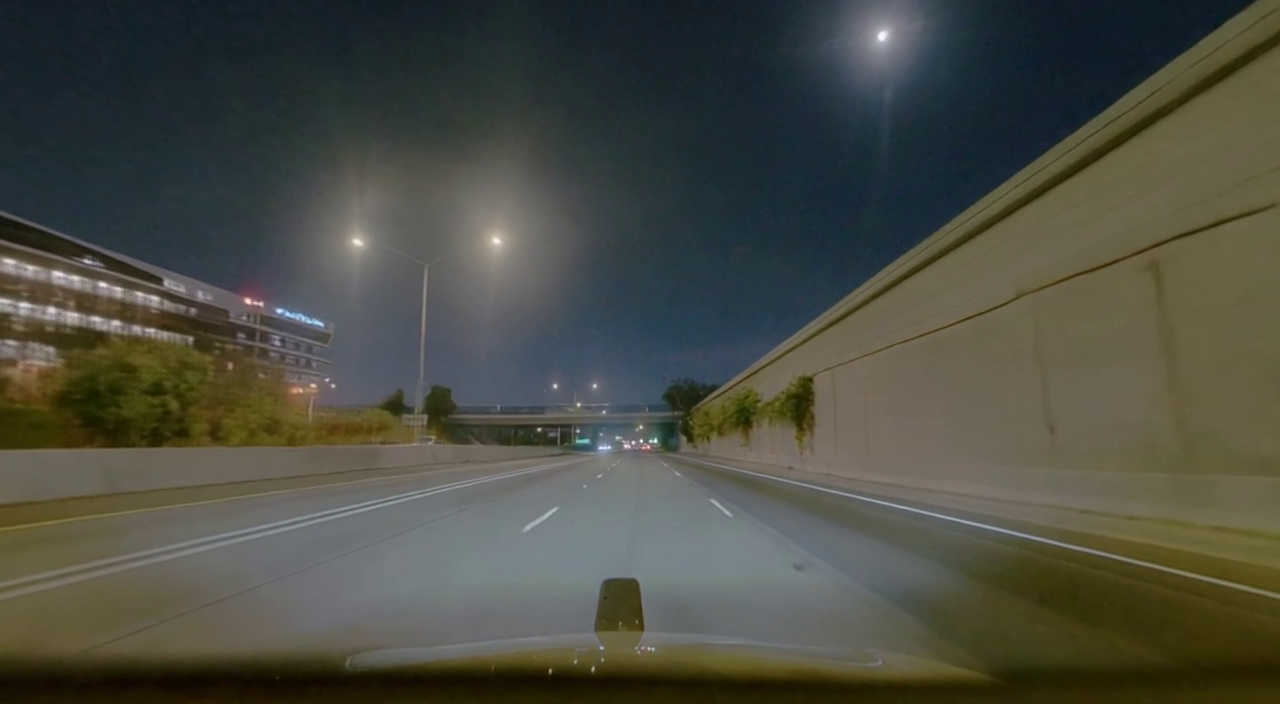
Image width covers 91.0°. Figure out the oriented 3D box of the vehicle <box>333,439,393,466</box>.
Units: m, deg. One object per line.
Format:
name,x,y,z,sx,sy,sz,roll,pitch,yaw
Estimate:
vehicle,-16.489,5.972,37.663,1.733,1.434,4.293,-2,-8,-2
